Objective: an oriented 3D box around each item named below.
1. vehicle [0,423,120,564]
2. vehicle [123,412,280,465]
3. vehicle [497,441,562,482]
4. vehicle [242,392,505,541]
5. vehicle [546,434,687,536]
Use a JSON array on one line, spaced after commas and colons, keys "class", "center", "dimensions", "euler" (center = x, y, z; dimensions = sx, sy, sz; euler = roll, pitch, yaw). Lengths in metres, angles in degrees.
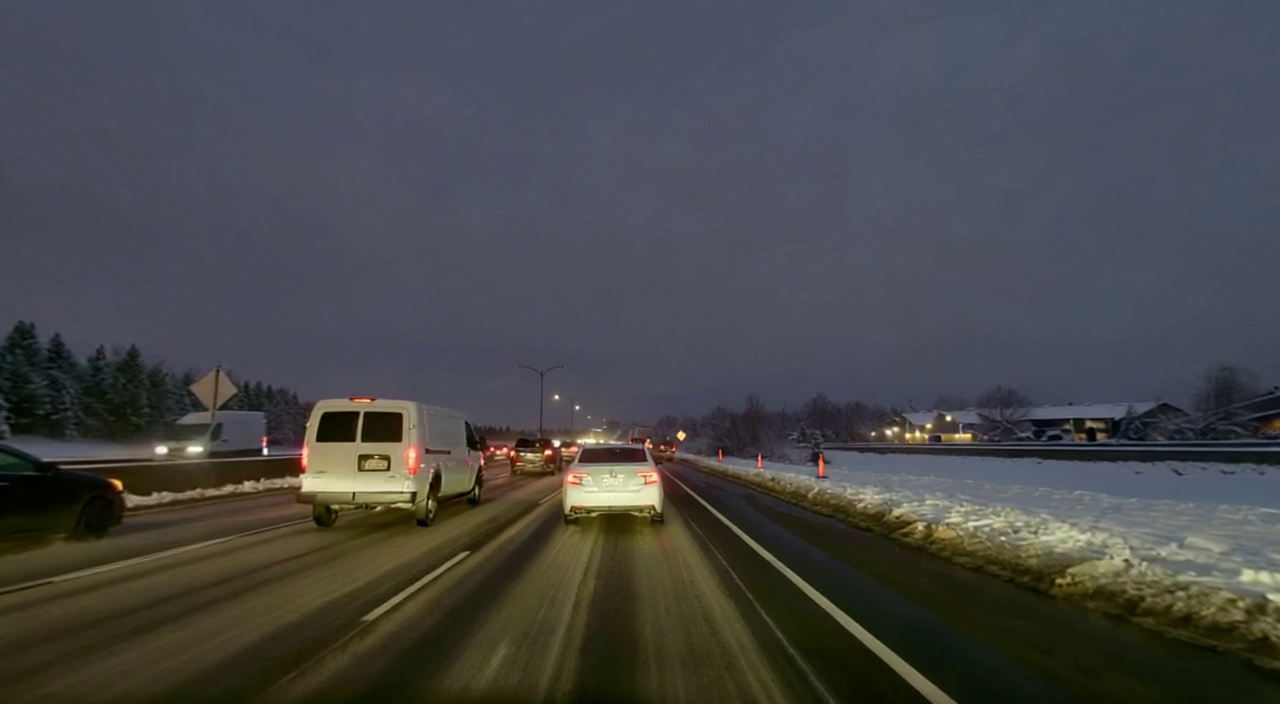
[{"class": "vehicle", "center": [-7.877, 1.429, 6.169], "dimensions": [1.930, 1.506, 4.279], "euler": [0, -9, 0]}, {"class": "vehicle", "center": [-17.698, 3.574, 26.061], "dimensions": [2.480, 1.907, 6.056], "euler": [0, -8, -5]}, {"class": "vehicle", "center": [-4.217, 4.216, 24.650], "dimensions": [1.824, 1.459, 4.007], "euler": [0, -9, 0]}, {"class": "vehicle", "center": [-4.225, 1.977, 11.494], "dimensions": [2.324, 2.012, 5.740], "euler": [0, -9, -1]}, {"class": "vehicle", "center": [-0.403, 2.255, 11.325], "dimensions": [2.069, 1.484, 3.918], "euler": [0, -9, -2]}]
